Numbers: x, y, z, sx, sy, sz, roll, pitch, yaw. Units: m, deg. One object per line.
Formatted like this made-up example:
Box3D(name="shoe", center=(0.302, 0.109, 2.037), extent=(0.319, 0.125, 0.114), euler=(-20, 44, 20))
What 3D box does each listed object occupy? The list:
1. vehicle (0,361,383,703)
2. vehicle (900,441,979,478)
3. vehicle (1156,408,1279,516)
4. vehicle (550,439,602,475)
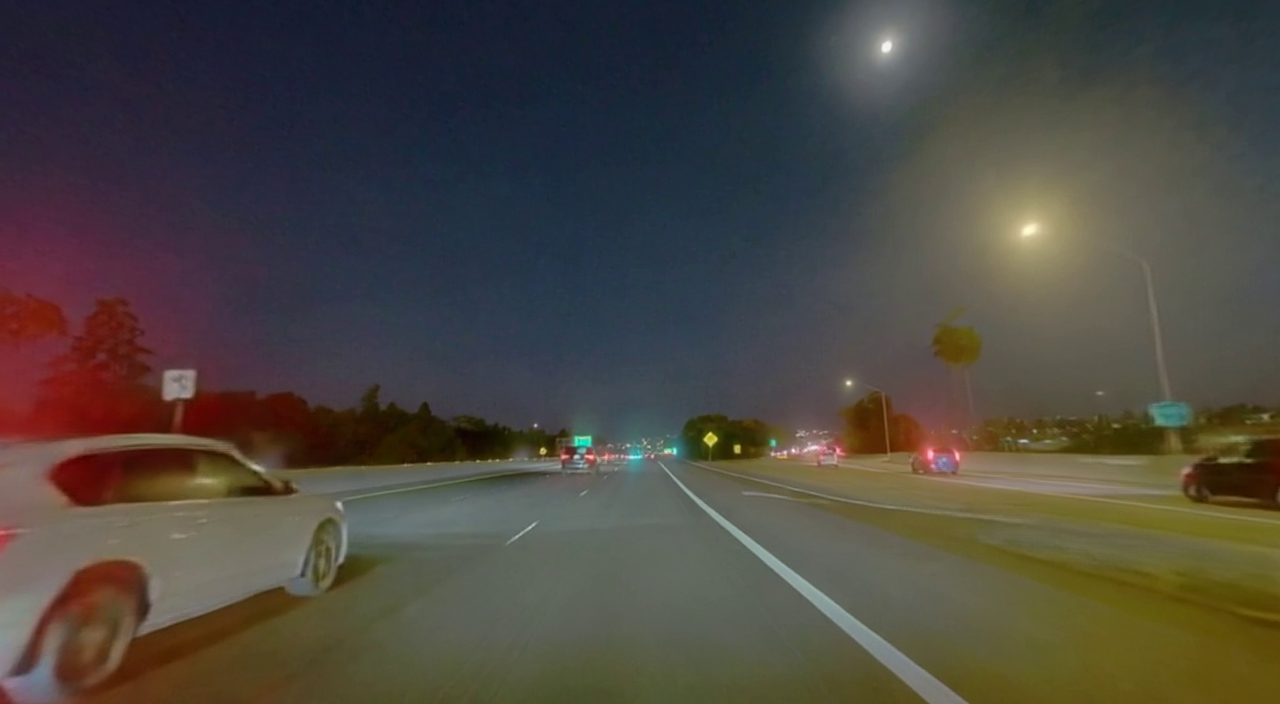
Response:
Box3D(name="vehicle", center=(-3.939, 1.176, 4.454), extent=(2.162, 1.747, 4.791), euler=(0, -9, 1))
Box3D(name="vehicle", center=(15.563, 5.582, 33.030), extent=(1.991, 1.755, 4.836), euler=(-1, -9, 4))
Box3D(name="vehicle", center=(13.930, 2.248, 12.938), extent=(2.330, 2.132, 5.338), euler=(-1, -9, 5))
Box3D(name="vehicle", center=(-3.676, 6.208, 37.328), extent=(2.420, 1.937, 5.916), euler=(0, -9, 0))
